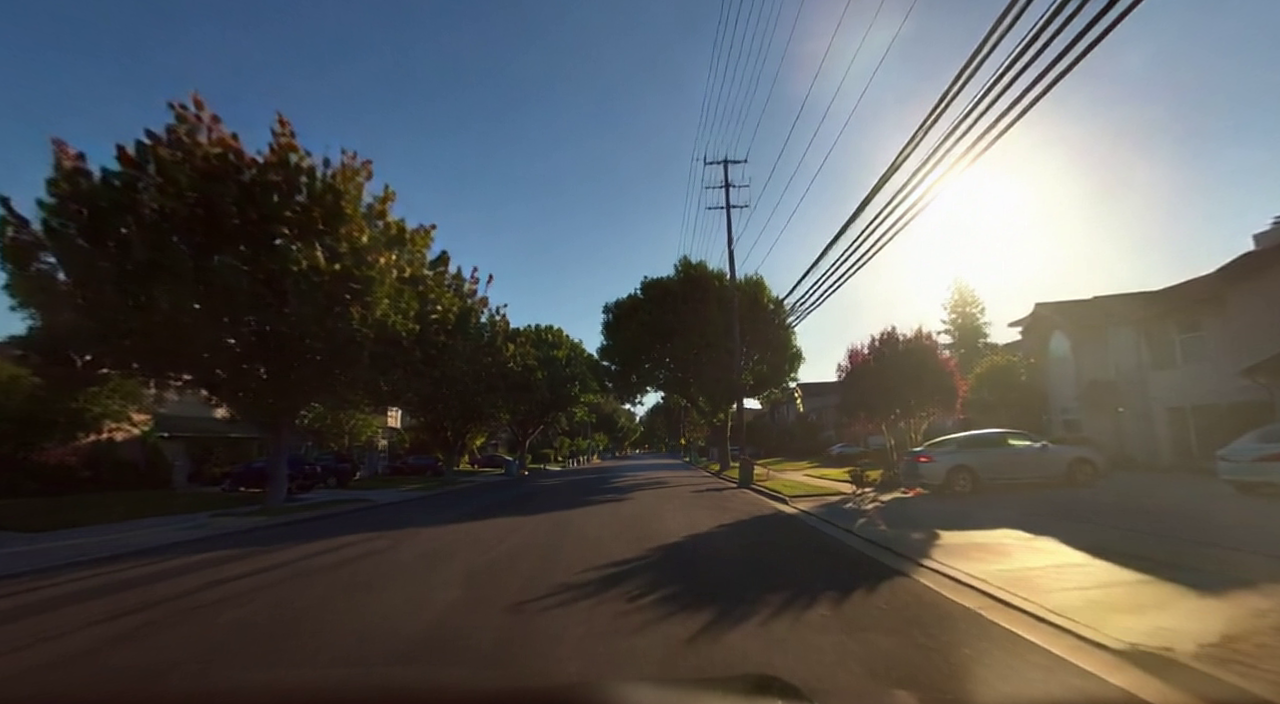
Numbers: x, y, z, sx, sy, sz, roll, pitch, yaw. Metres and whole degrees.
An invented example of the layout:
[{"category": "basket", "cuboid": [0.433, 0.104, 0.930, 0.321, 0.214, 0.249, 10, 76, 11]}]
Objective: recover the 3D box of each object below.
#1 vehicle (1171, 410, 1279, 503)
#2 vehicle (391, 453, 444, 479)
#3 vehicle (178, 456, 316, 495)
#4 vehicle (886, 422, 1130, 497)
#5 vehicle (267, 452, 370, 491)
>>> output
[{"category": "vehicle", "cuboid": [12.987, 1.953, 11.902, 4.122, 1.610, 1.888, 0, -9, 2]}, {"category": "vehicle", "cuboid": [-15.109, 7.755, 43.119, 1.816, 1.614, 4.866, 0, -9, 0]}, {"category": "vehicle", "cuboid": [-16.586, 5.212, 26.854, 4.519, 1.508, 2.018, 0, -9, 2]}, {"category": "vehicle", "cuboid": [9.266, 2.748, 16.296, 4.952, 1.775, 2.089, 0, -9, -1]}, {"category": "vehicle", "cuboid": [-15.436, 5.730, 30.398, 4.265, 1.583, 1.913, -5, -9, 17]}]
